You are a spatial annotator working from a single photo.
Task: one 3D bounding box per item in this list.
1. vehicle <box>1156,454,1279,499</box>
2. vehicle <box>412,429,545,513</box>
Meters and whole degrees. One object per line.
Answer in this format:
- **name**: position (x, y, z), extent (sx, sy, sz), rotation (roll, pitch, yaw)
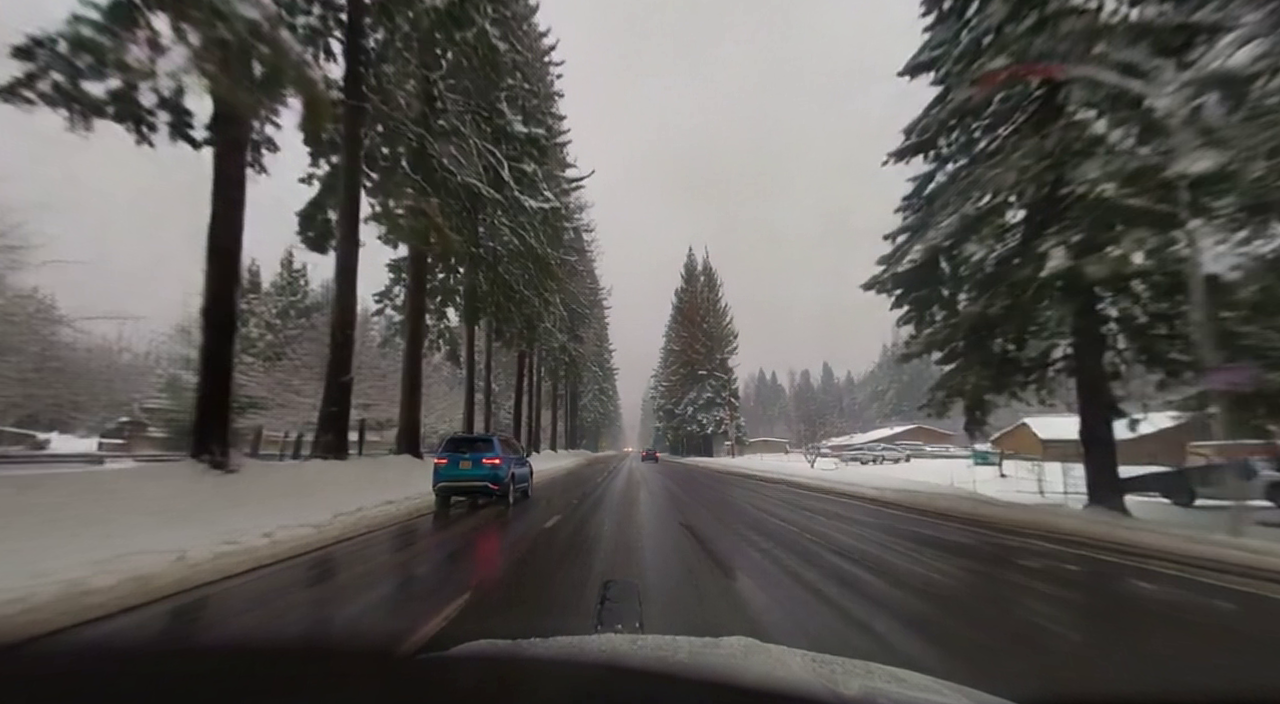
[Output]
- **vehicle**: position (20.956, 4.299, 21.947), extent (4.145, 1.418, 1.988), rotation (-1, -9, 8)
- **vehicle**: position (-3.706, 2.812, 15.411), extent (2.078, 1.748, 4.279), rotation (0, -8, 0)
